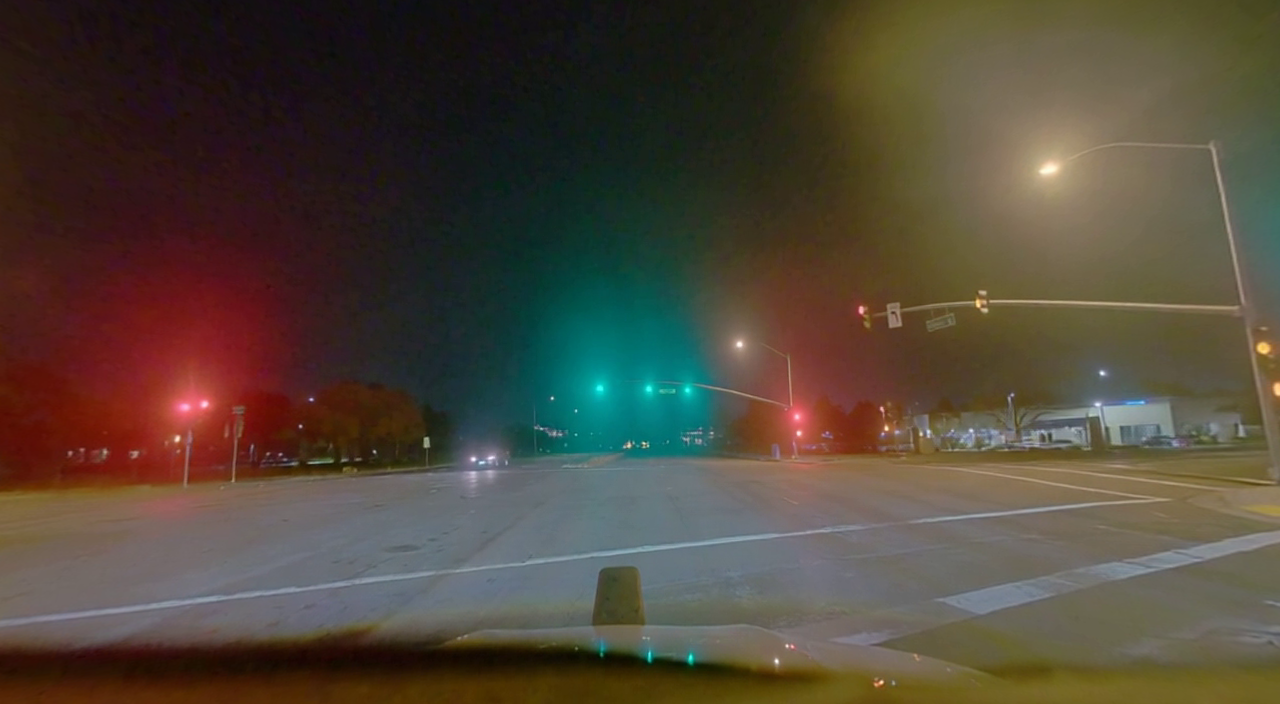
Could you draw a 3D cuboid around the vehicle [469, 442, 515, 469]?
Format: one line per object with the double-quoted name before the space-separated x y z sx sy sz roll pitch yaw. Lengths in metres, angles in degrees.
"vehicle" -9.728 6.800 41.791 1.988 1.692 4.412 0 -8 0
